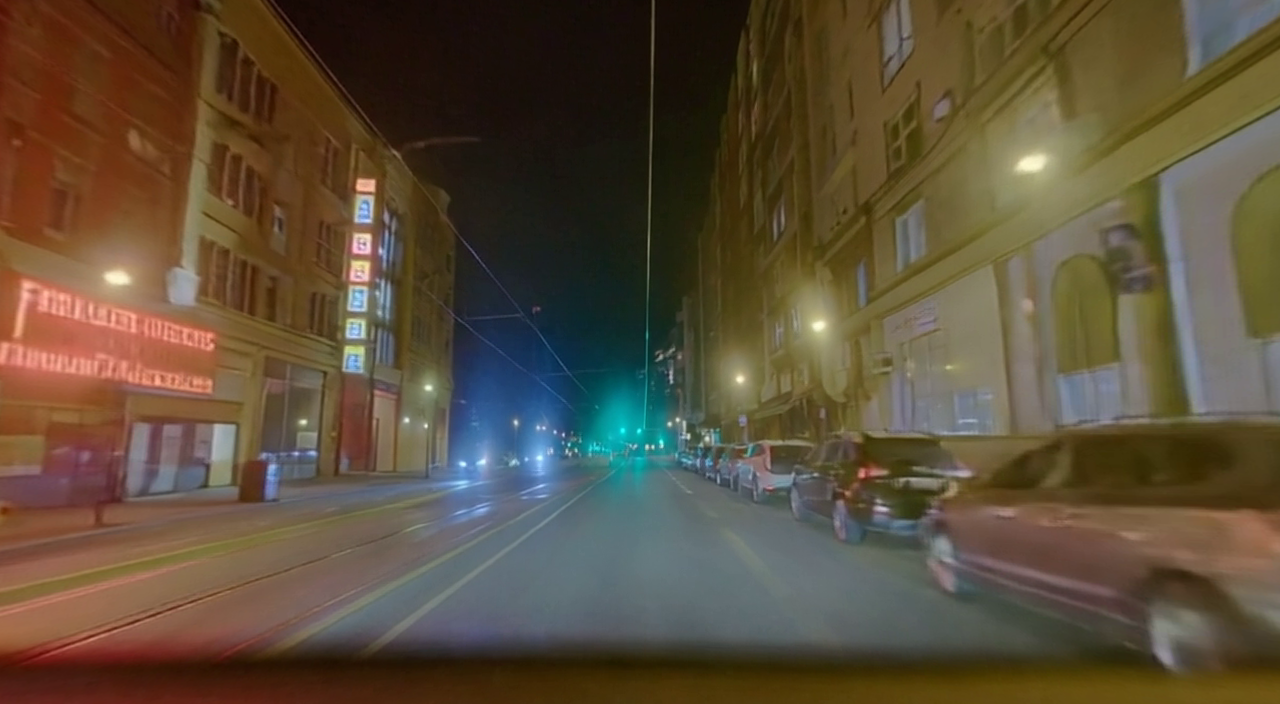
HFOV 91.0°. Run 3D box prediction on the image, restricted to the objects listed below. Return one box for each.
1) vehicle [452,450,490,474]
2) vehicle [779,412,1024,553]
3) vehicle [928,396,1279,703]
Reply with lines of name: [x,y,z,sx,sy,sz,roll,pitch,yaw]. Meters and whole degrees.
vehicle: [-11.005,7.145,41.217,1.877,1.430,3.712,1,-8,-7]
vehicle: [3.652,1.902,9.843,1.941,1.671,4.264,-1,-9,0]
vehicle: [3.687,1.172,4.195,1.778,1.534,3.484,0,-8,-2]
